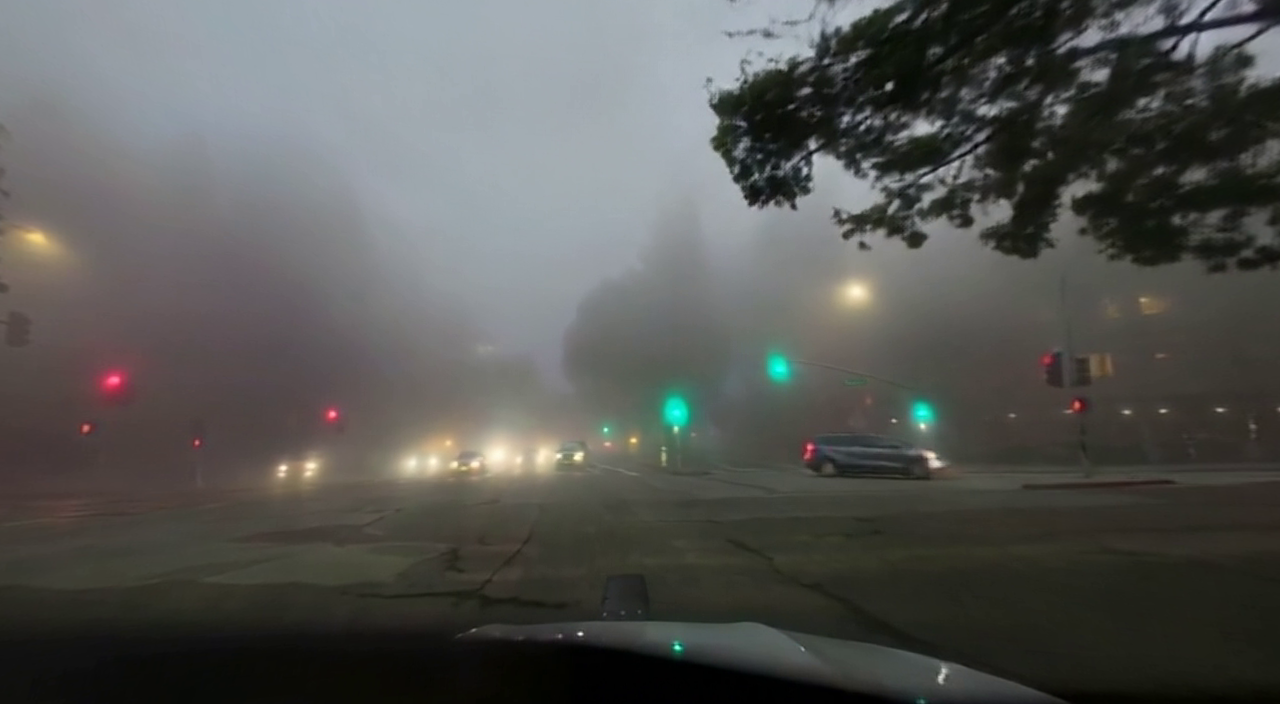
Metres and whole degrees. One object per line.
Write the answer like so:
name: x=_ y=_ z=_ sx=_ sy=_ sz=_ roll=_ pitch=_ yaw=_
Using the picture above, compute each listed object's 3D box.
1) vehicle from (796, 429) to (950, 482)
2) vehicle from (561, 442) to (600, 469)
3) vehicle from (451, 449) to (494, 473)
vehicle: x=8.140 y=3.634 z=22.384 sx=4.652 sy=1.674 sz=1.998 roll=-8 pitch=-12 yaw=43
vehicle: x=-3.912 y=6.872 z=42.183 sx=2.034 sy=1.663 sz=4.025 roll=-1 pitch=-8 yaw=3
vehicle: x=-11.364 y=7.431 z=43.128 sx=1.786 sy=1.499 sz=3.797 roll=-1 pitch=-8 yaw=2
